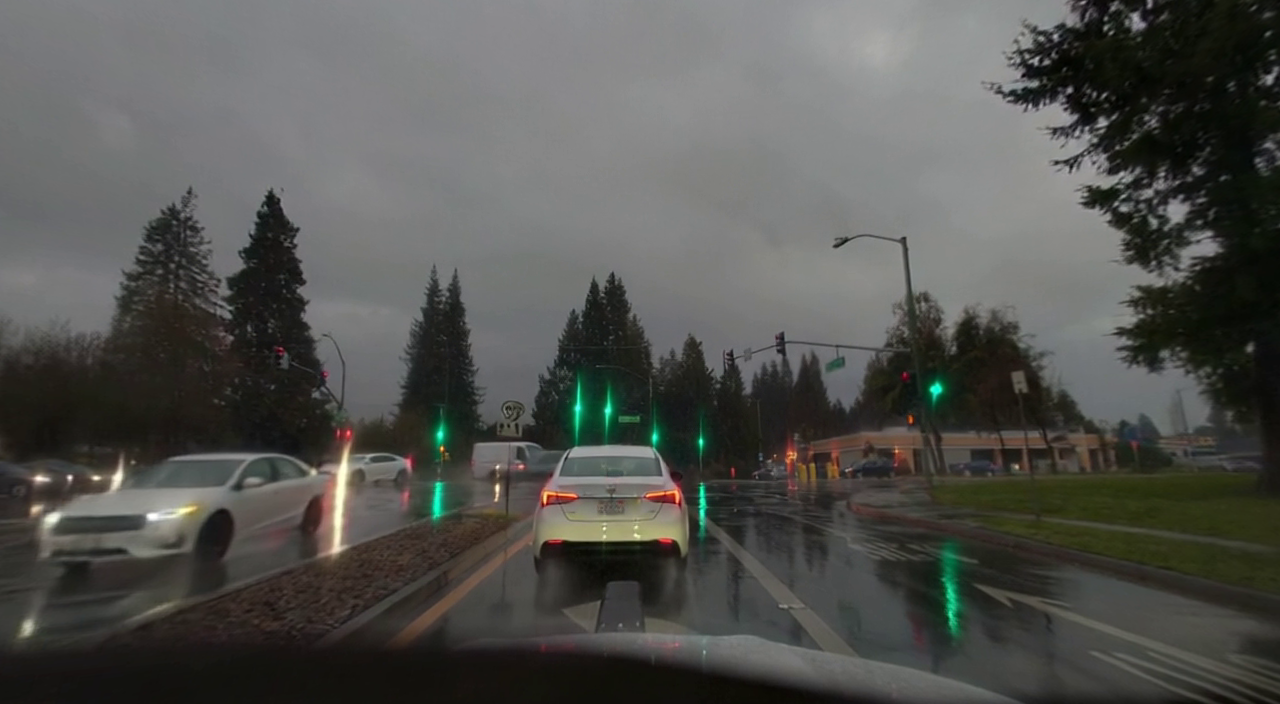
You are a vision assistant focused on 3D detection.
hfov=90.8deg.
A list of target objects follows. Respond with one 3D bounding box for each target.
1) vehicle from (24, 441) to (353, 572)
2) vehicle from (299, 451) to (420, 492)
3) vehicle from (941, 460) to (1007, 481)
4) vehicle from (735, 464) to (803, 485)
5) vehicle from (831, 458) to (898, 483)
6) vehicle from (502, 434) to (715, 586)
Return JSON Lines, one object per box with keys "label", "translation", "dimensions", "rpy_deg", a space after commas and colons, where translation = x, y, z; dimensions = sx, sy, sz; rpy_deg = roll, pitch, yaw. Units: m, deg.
{"label": "vehicle", "translation": [-6.488, 2.204, 9.984], "dimensions": [2.078, 1.534, 4.646], "rpy_deg": [1, -9, -5]}
{"label": "vehicle", "translation": [-14.740, 6.265, 33.311], "dimensions": [5.500, 2.012, 2.201], "rpy_deg": [-2, -9, 13]}
{"label": "vehicle", "translation": [25.946, 9.160, 49.083], "dimensions": [4.358, 1.471, 1.875], "rpy_deg": [2, -9, -16]}
{"label": "vehicle", "translation": [9.034, 8.578, 44.368], "dimensions": [4.254, 1.359, 1.895], "rpy_deg": [2, -9, -16]}
{"label": "vehicle", "translation": [16.464, 8.676, 46.374], "dimensions": [4.337, 1.637, 1.860], "rpy_deg": [2, -9, -16]}
{"label": "vehicle", "translation": [-0.363, 1.886, 8.462], "dimensions": [2.112, 1.479, 4.264], "rpy_deg": [0, -9, -1]}
